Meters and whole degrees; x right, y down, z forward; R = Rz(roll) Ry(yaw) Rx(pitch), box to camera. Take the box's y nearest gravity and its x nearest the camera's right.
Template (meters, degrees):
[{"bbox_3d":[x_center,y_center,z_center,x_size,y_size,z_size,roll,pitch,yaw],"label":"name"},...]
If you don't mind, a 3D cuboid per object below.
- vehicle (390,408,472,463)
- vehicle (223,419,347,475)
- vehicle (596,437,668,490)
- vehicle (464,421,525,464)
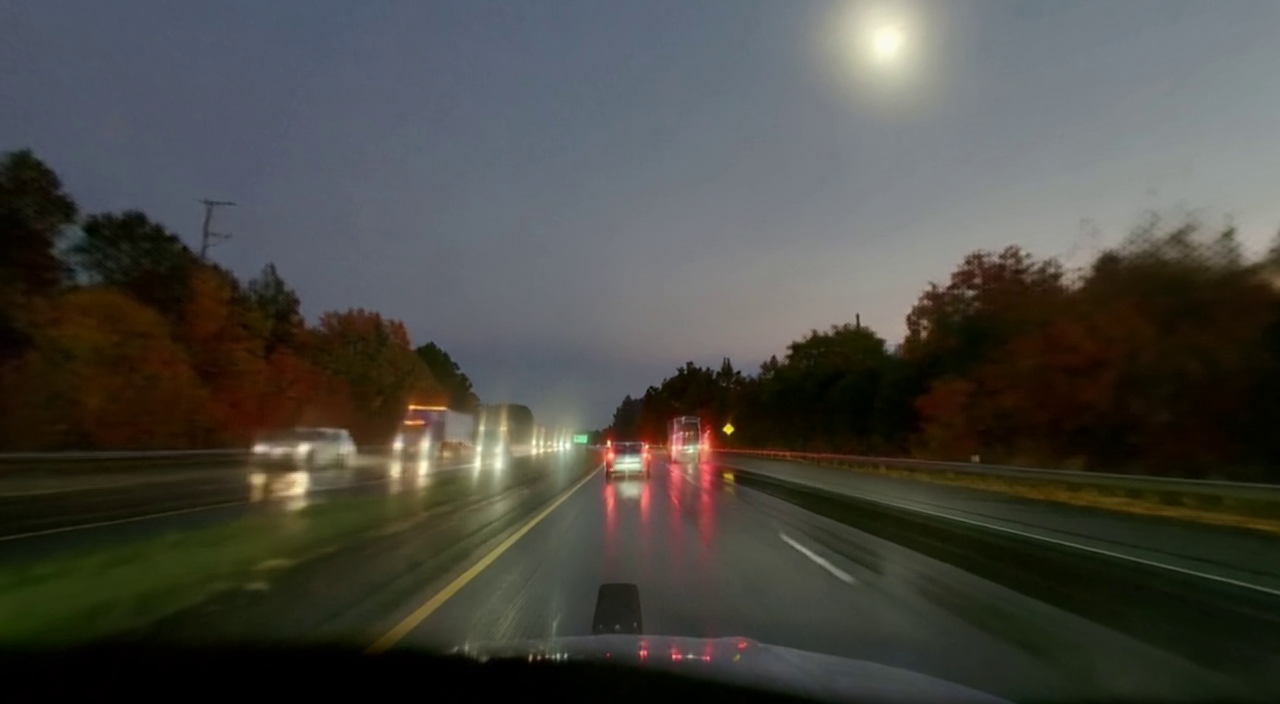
[{"bbox_3d":[-14.289,5.877,43.615,2.962,3.482,8.134,0,-9,-1],"label":"vehicle"},{"bbox_3d":[-13.383,3.654,24.057,2.059,1.899,4.680,0,-9,-1],"label":"vehicle"},{"bbox_3d":[-0.271,3.544,20.203,2.099,1.506,4.097,0,-9,-1],"label":"vehicle"},{"bbox_3d":[-9.462,5.994,41.430,2.433,2.536,7.064,0,-9,-1],"label":"vehicle"}]
